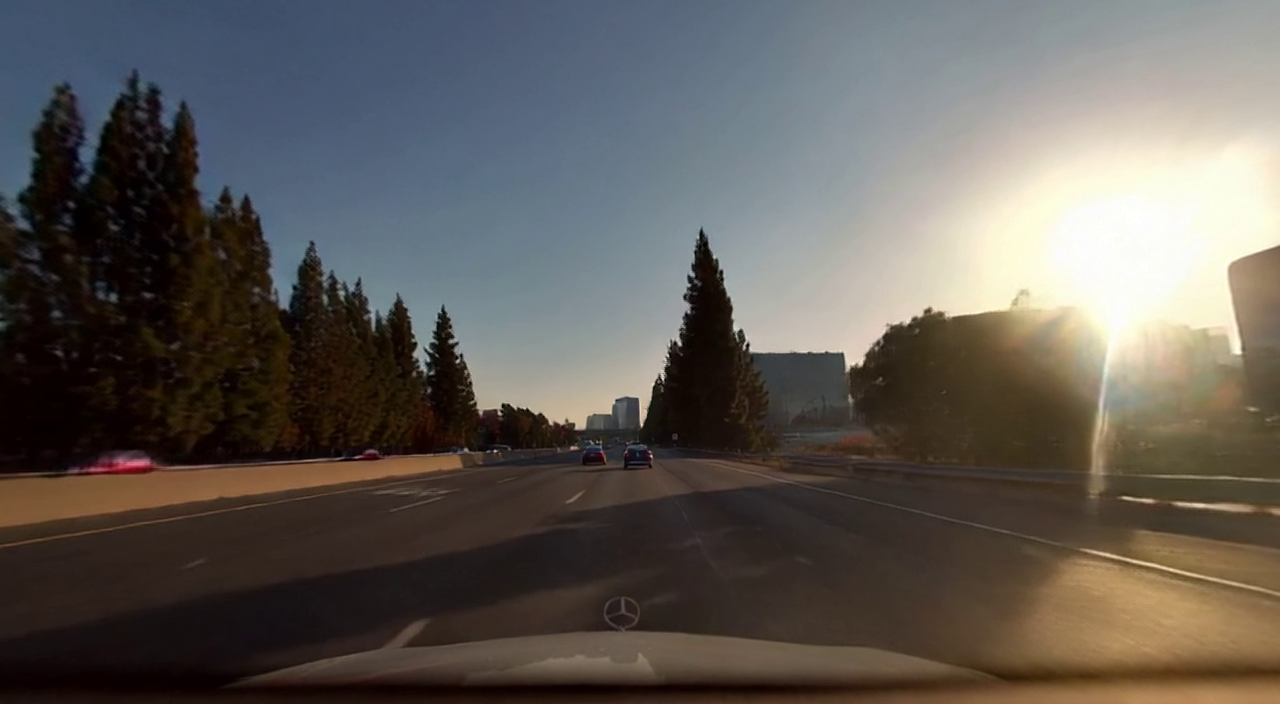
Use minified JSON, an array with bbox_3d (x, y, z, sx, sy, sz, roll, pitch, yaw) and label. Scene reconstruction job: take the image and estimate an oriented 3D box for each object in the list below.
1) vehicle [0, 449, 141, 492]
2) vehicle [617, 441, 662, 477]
[{"bbox_3d":[-26.863,5.535,29.814,2.019,1.778,5.299,0,-8,0],"label":"vehicle"},{"bbox_3d":[-0.048,5.927,35.102,2.302,1.810,4.707,0,-8,-1],"label":"vehicle"}]
